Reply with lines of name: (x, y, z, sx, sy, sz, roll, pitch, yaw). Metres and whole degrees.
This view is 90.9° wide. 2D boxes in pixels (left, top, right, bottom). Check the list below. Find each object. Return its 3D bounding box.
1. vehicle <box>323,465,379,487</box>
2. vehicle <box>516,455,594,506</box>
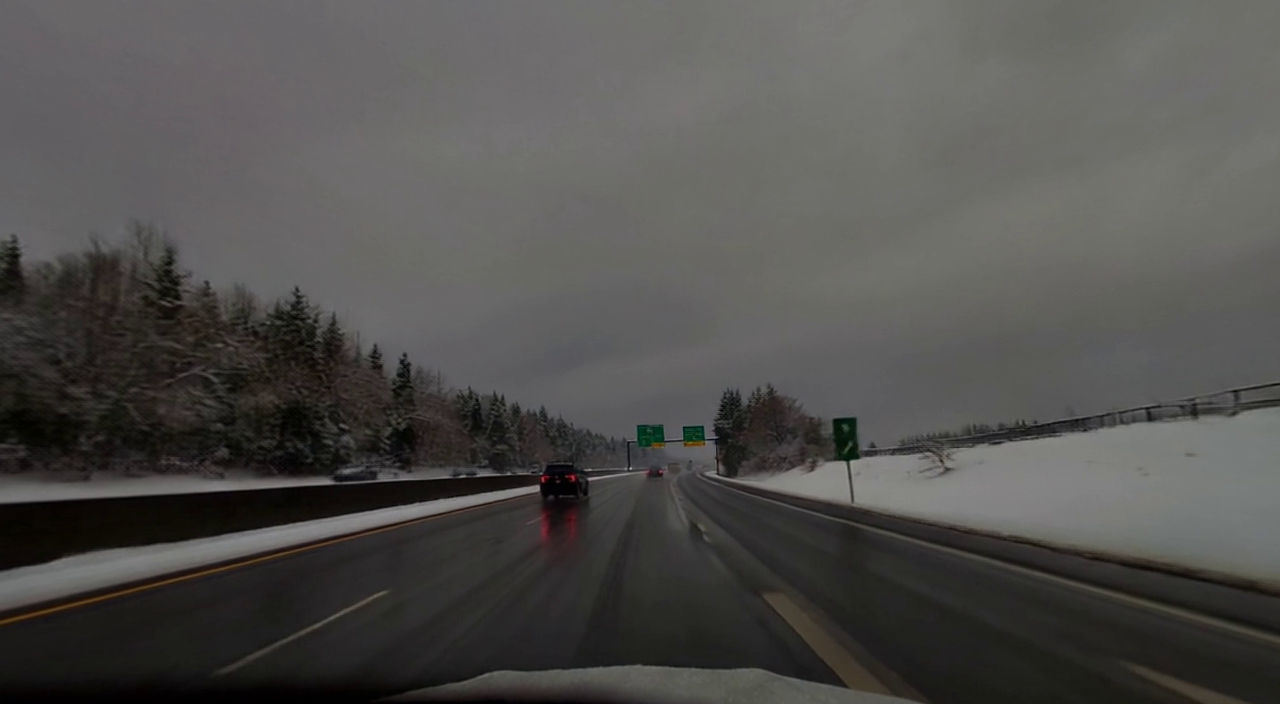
vehicle: (-21.276, 9.152, 46.594, 1.887, 1.539, 4.225, 1, -10, 3)
vehicle: (-2.953, 4.622, 22.869, 2.000, 1.594, 3.996, 1, -11, 4)
